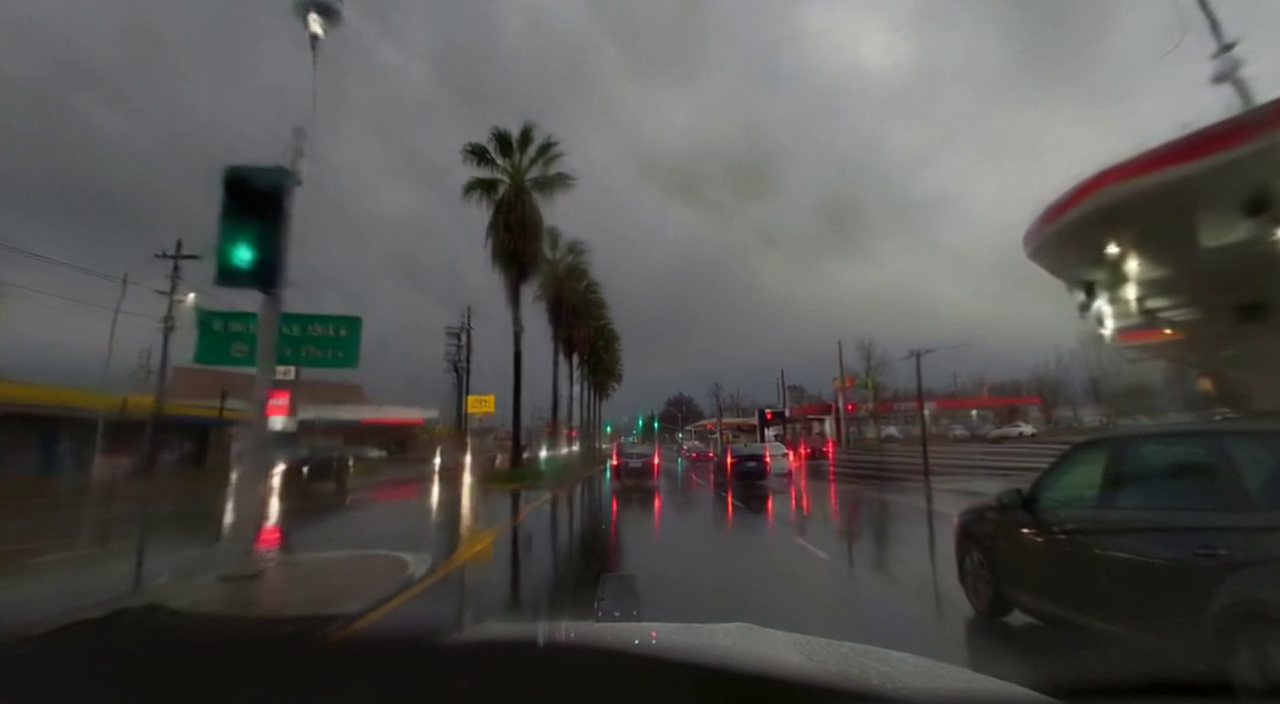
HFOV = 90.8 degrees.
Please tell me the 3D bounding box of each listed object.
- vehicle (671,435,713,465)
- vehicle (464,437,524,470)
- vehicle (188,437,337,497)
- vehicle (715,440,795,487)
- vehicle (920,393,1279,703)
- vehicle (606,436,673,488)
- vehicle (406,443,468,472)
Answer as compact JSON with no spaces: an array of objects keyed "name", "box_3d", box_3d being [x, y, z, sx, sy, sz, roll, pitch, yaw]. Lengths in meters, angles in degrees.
[{"name":"vehicle","box_3d":[3.331,6.427,41.531,2.299,1.803,5.434,0,-8,0]},{"name":"vehicle","box_3d":[-8.130,5.698,35.643,1.980,1.719,4.963,-1,-9,3]},{"name":"vehicle","box_3d":[-12.155,3.713,20.793,2.006,1.737,4.537,0,-9,1]},{"name":"vehicle","box_3d":[3.818,3.779,21.751,1.889,1.448,4.262,0,-9,-1]},{"name":"vehicle","box_3d":[3.491,1.048,3.433,1.987,1.474,4.198,0,-9,0]},{"name":"vehicle","box_3d":[-0.048,3.630,21.145,2.021,1.550,4.090,0,-9,-1]},{"name":"vehicle","box_3d":[-11.394,5.951,35.724,1.908,1.506,4.397,0,-9,2]}]
